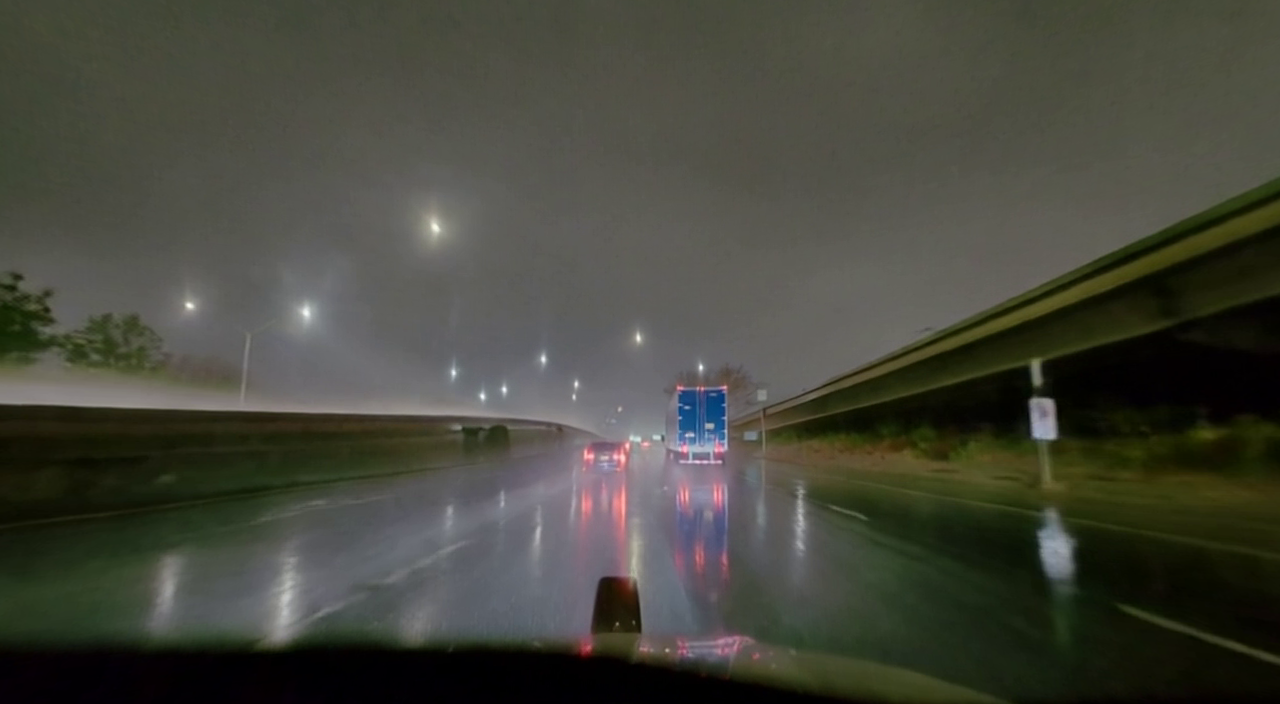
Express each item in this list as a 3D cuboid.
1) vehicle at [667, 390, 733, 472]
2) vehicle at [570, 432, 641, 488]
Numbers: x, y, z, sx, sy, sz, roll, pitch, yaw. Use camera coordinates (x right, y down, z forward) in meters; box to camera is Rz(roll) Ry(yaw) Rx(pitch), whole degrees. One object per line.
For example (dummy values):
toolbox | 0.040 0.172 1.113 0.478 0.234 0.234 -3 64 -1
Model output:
vehicle | 3.216 4.672 36.504 2.964 4.063 10.072 0 -9 1
vehicle | -1.046 3.674 21.784 2.077 1.716 4.514 0 -9 1
